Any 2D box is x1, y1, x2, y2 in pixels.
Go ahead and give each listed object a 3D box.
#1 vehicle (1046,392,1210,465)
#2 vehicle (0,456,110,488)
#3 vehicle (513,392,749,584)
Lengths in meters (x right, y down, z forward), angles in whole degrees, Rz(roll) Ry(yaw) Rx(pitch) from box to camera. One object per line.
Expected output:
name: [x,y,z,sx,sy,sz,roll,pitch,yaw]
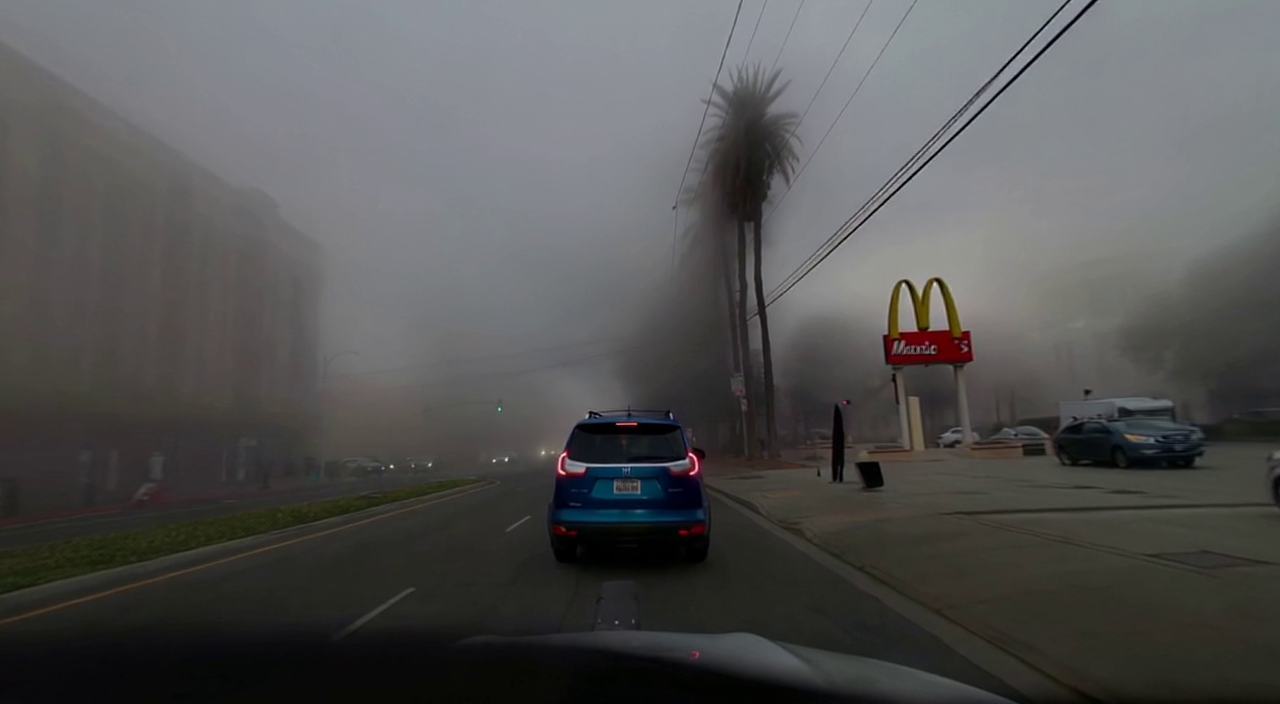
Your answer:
vehicle: [16.096,2.584,20.718,6.060,2.047,2.490,6,-11,-36]
vehicle: [-28.408,5.581,29.512,5.154,1.343,1.943,4,-9,-25]
vehicle: [-0.132,1.581,8.029,2.234,1.818,3.869,0,-9,-1]
